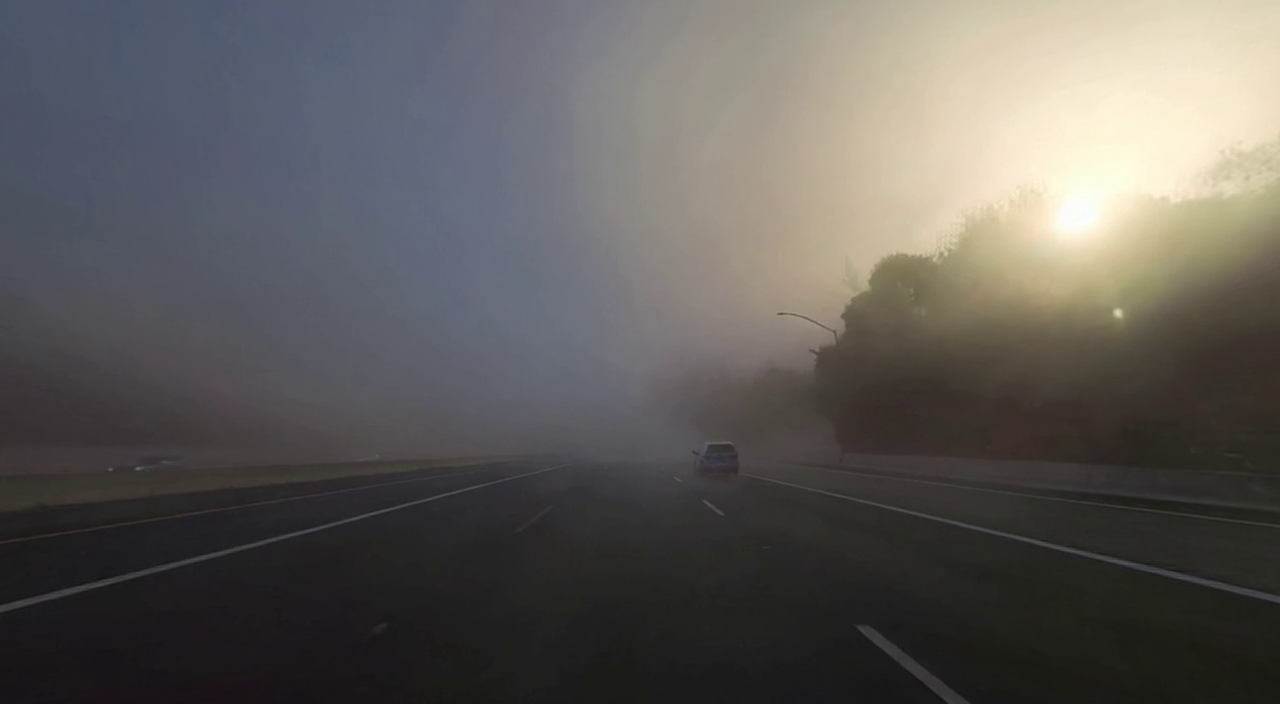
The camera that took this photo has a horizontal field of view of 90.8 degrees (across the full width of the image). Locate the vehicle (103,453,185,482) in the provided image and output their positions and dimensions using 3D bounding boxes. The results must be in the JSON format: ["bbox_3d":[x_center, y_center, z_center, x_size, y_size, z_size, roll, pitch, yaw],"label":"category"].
[{"bbox_3d":[-34.403,7.974,44.005,1.954,1.838,4.641,0,-9,0],"label":"vehicle"}]

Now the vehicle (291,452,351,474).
[{"bbox_3d":[-23.381,8.143,46.478,1.899,1.498,4.767,0,-9,1],"label":"vehicle"}]

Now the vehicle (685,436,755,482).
[{"bbox_3d":[3.091,4.279,25.459,2.130,1.677,4.317,0,-9,-2],"label":"vehicle"}]
